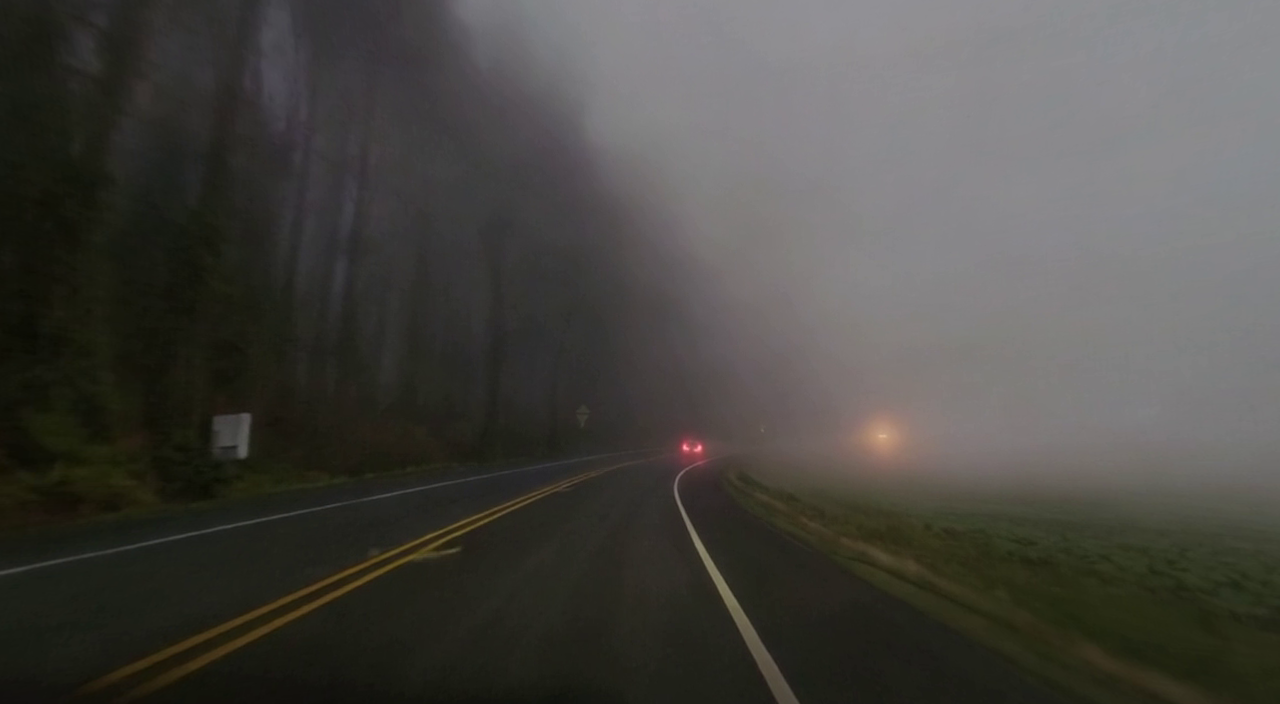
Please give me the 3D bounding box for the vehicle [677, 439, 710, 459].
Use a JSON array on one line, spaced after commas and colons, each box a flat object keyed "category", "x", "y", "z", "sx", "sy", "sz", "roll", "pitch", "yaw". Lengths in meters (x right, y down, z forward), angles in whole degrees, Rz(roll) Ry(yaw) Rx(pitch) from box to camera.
[{"category": "vehicle", "x": 4.265, "y": 7.670, "z": 49.876, "sx": 2.042, "sy": 1.489, "sz": 4.078, "roll": -2, "pitch": -9, "yaw": 13}]
